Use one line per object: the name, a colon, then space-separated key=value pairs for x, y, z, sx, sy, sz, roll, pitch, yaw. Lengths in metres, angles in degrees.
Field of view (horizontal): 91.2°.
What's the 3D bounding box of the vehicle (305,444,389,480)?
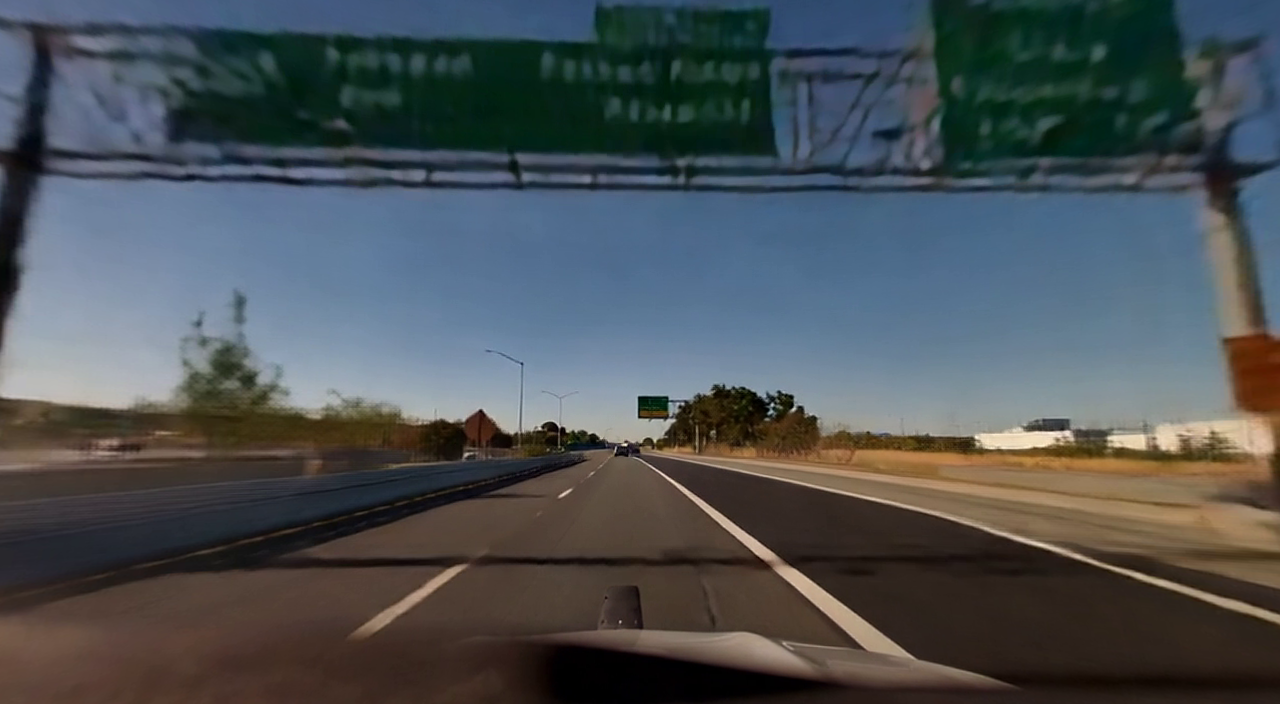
vehicle: x=-13.367 y=5.039 z=28.876 sx=1.812 sy=1.492 sz=4.184 roll=0 pitch=-9 yaw=0
